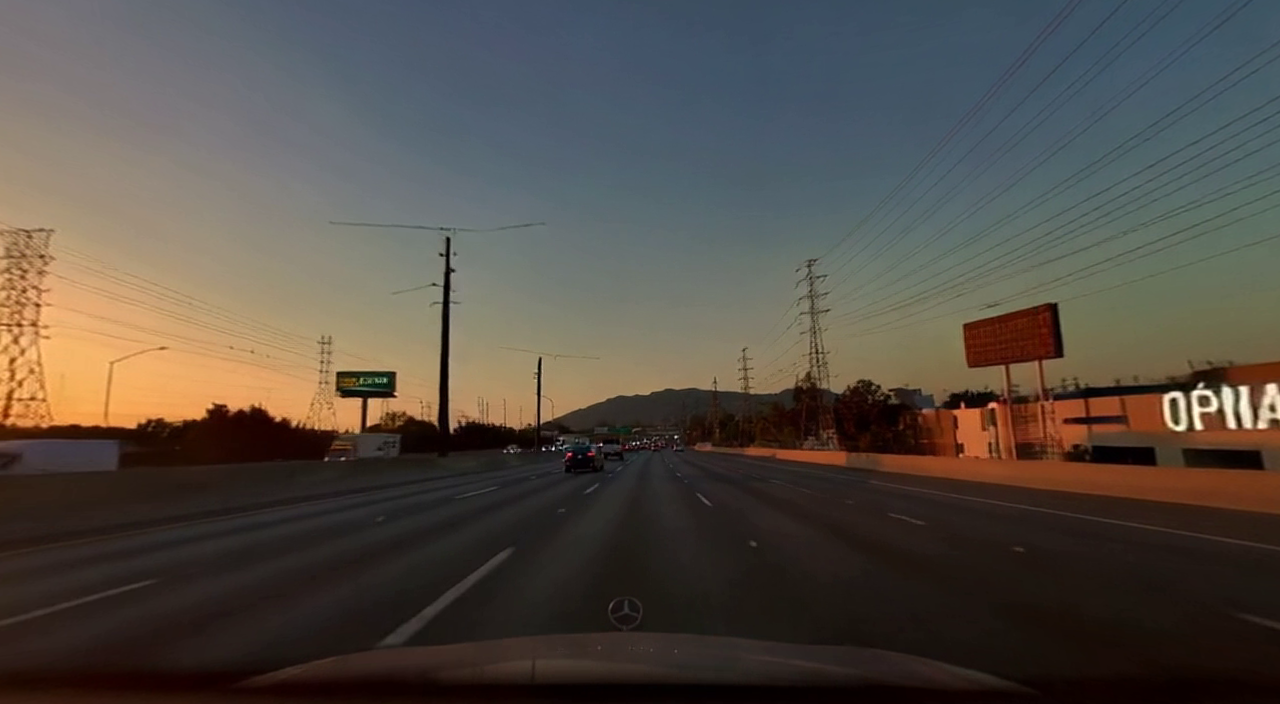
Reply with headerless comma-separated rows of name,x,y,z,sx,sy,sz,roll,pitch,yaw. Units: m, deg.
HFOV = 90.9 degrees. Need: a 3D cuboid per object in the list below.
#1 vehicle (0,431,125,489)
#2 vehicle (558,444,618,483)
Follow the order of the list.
vehicle,-26.979,4.720,28.010,3.012,2.300,6.199,0,-8,-2
vehicle,-2.016,4.478,25.604,1.891,1.444,3.968,-1,-8,3
